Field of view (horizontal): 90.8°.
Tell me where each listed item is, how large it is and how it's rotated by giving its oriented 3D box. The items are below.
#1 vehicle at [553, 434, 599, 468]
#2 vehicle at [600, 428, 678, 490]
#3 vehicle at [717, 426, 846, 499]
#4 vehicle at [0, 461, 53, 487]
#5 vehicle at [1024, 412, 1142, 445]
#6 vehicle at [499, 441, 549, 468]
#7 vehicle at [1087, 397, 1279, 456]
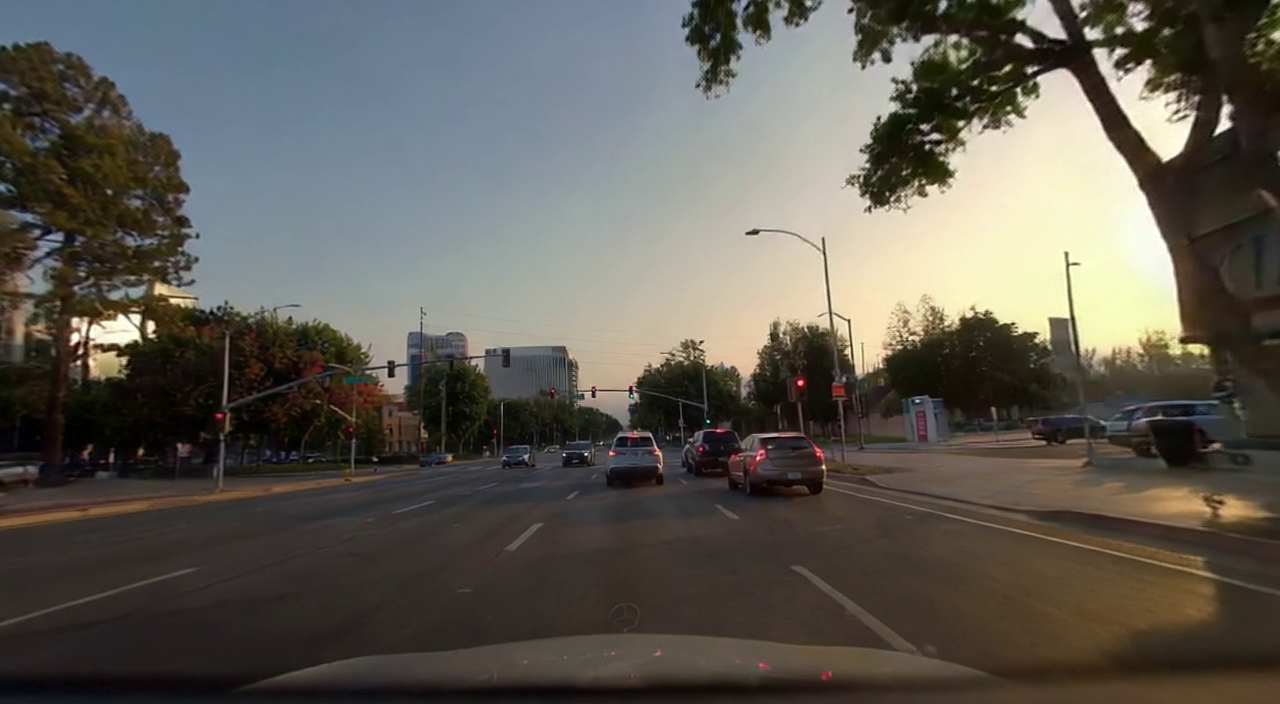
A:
[{"bbox_3d":[-3.568,5.614,35.940,2.106,1.778,4.444,0,-8,0],"label":"vehicle"},{"bbox_3d":[-0.118,3.269,19.553,2.146,1.685,4.003,0,-8,-2],"label":"vehicle"},{"bbox_3d":[3.550,2.890,16.864,2.198,1.660,4.512,0,-8,-3],"label":"vehicle"},{"bbox_3d":[-38.906,7.447,38.672,1.801,1.434,4.245,0,-8,0],"label":"vehicle"},{"bbox_3d":[23.872,4.155,34.176,4.854,1.712,2.017,0,-8,-1],"label":"vehicle"},{"bbox_3d":[-6.635,5.917,36.625,1.954,1.473,4.350,0,-8,1],"label":"vehicle"},{"bbox_3d":[15.408,2.103,17.574,4.344,1.512,1.936,-1,-8,4],"label":"vehicle"}]
